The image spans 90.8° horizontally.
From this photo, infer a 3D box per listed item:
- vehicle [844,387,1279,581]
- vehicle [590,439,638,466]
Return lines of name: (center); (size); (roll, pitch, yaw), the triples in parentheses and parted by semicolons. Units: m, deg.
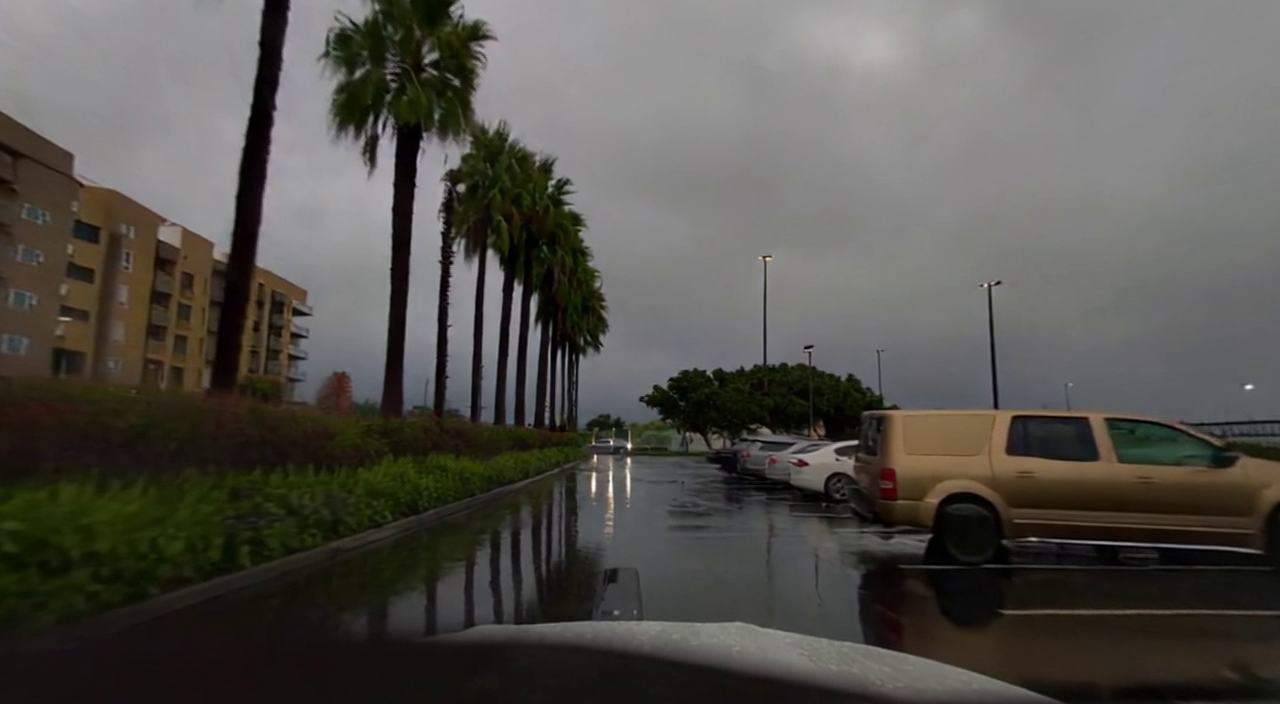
vehicle: (5.039, 1.501, 7.464); (4.609, 1.734, 1.909); (3, -8, 1)
vehicle: (-1.982, 7.483, 47.274); (2.073, 1.791, 4.365); (7, -9, -23)
